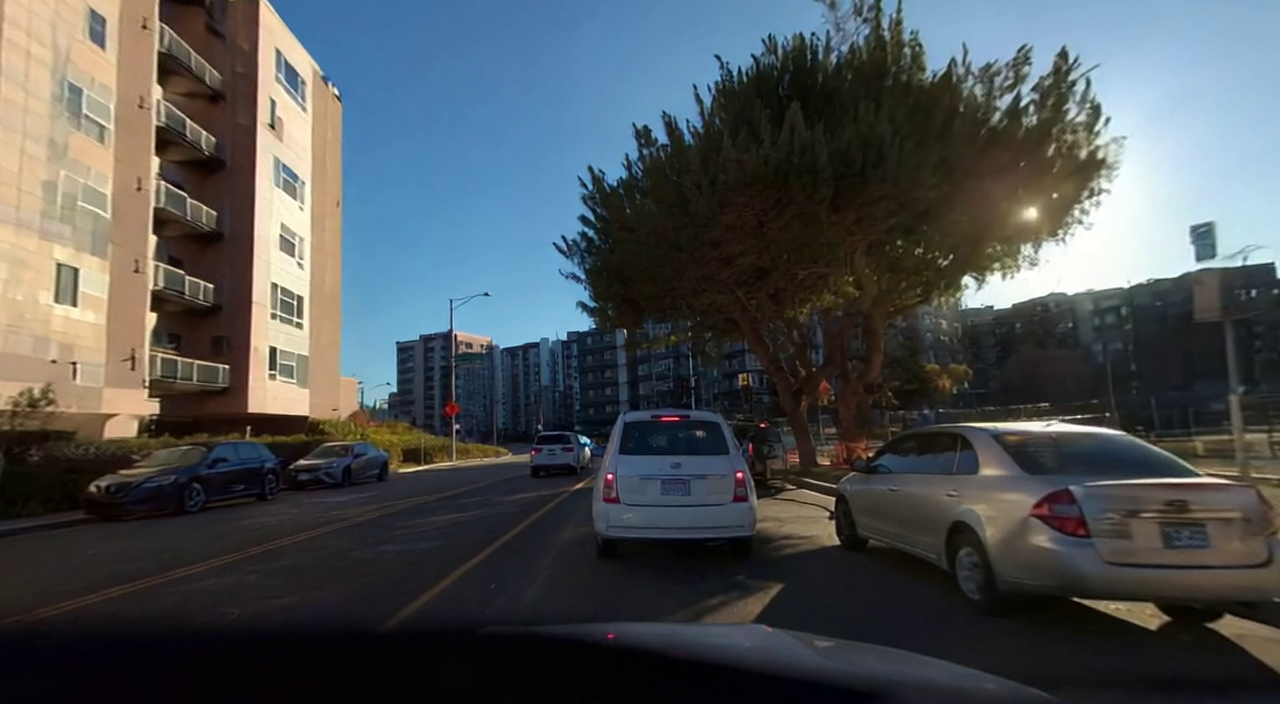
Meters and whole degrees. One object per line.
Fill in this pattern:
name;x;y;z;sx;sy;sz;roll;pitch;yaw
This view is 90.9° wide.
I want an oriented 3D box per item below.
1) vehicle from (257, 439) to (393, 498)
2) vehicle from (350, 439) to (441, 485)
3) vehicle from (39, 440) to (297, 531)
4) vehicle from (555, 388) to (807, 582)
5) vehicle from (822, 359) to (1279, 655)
vehicle;-9.377;3.471;19.230;1.955;1.555;4.424;0;-8;-2
vehicle;-9.225;4.156;24.201;1.900;1.577;4.172;0;-8;-2
vehicle;-9.440;2.655;13.209;2.002;1.546;4.339;0;-8;1
vehicle;0.387;1.501;7.803;2.261;1.740;4.065;0;-8;1
vehicle;3.585;1.284;6.264;2.158;1.828;4.573;0;-8;0
